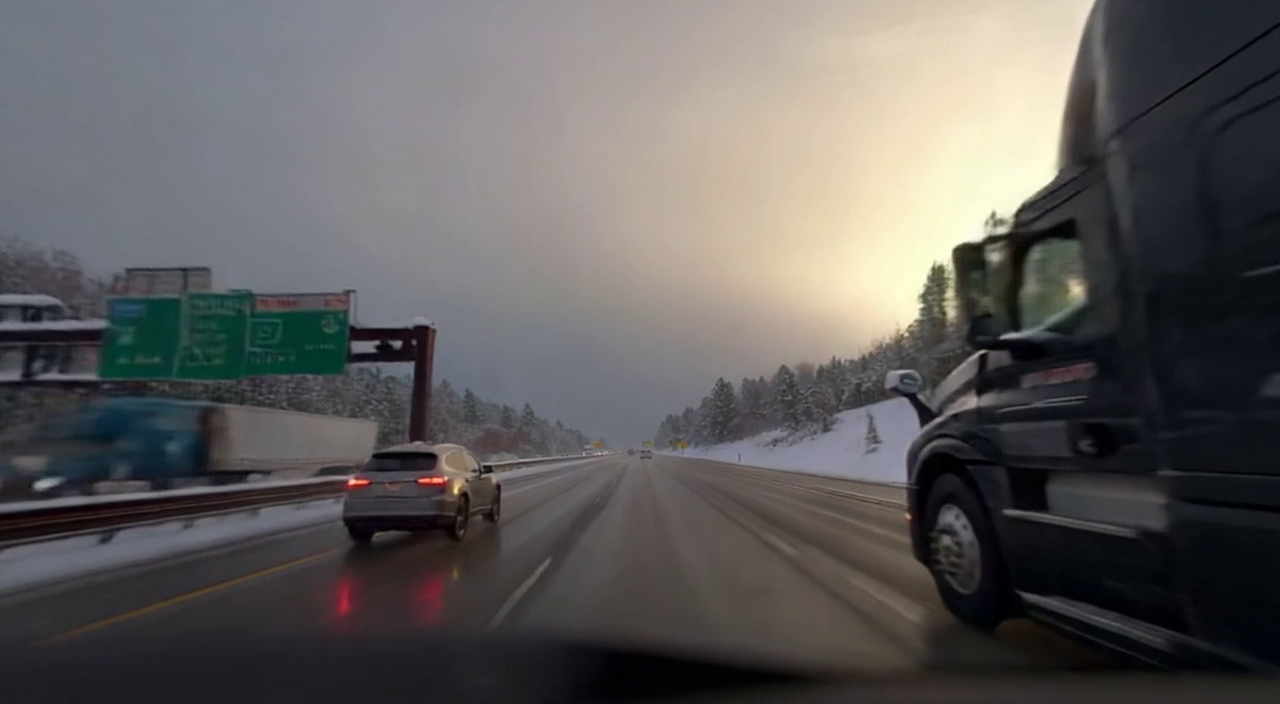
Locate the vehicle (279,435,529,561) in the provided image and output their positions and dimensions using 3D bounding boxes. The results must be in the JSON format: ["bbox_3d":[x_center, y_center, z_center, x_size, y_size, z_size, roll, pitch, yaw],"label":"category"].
[{"bbox_3d":[-3.228,2.109,9.890,2.054,1.475,4.708,0,-9,1],"label":"vehicle"}]

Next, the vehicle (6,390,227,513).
[{"bbox_3d":[-19.344,3.755,23.957,2.931,4.031,6.057,0,-9,0],"label":"vehicle"}]
